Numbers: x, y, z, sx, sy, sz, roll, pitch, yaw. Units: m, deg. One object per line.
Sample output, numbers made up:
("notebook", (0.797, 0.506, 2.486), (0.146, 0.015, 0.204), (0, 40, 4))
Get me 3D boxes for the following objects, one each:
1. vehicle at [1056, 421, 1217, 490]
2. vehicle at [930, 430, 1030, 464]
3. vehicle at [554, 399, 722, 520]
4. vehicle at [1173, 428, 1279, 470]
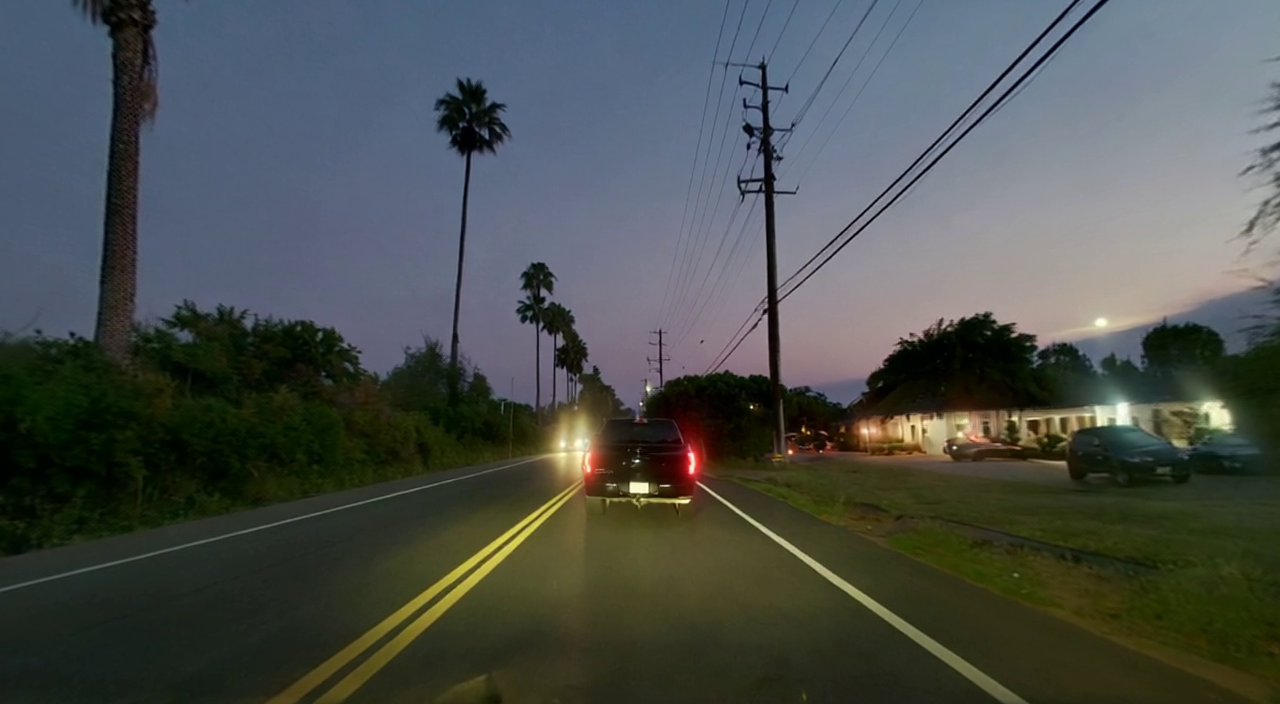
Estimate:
("vehicle", (16.061, 3.379, 20.976), (2.338, 1.917, 6.076), (-3, -9, 20))
("vehicle", (20.380, 5.756, 38.337), (2.277, 1.836, 6.267), (0, -9, -4))
("vehicle", (-0.040, 2.278, 13.785), (2.848, 2.047, 5.885), (0, -8, 0))
("vehicle", (24.470, 3.904, 25.444), (4.314, 1.553, 1.948), (0, -11, -7))
